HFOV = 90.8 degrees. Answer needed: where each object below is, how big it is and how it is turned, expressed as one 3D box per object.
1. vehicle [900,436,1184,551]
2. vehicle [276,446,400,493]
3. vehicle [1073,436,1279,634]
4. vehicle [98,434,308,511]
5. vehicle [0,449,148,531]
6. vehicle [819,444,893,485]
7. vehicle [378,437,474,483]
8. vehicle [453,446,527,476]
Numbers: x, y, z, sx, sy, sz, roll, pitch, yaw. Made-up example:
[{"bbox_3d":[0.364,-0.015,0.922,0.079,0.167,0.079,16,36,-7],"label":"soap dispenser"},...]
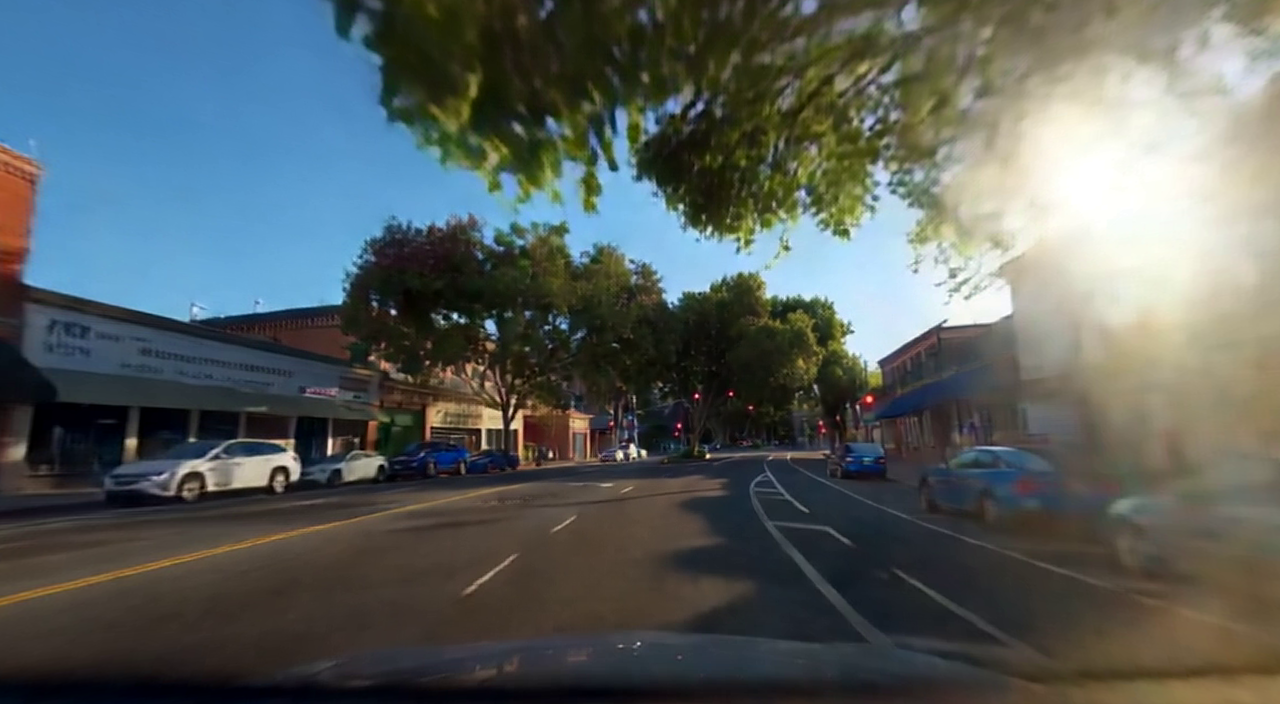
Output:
[{"bbox_3d":[6.430,2.270,11.008,2.049,1.517,4.830,-1,-8,4],"label":"vehicle"},{"bbox_3d":[-10.818,4.208,23.060,1.830,1.497,4.436,-1,-9,9],"label":"vehicle"},{"bbox_3d":[5.756,1.372,4.585,1.876,1.466,4.943,1,-9,2],"label":"vehicle"},{"bbox_3d":[-11.600,3.198,17.372,1.933,1.759,5.002,-1,-8,4],"label":"vehicle"},{"bbox_3d":[-12.389,2.607,12.144,1.811,1.459,4.702,-1,-8,5],"label":"vehicle"},{"bbox_3d":[8.731,4.550,26.051,2.010,1.473,5.353,-1,-9,10],"label":"vehicle"},{"bbox_3d":[-9.599,4.869,28.846,2.083,1.882,4.642,-2,-9,10],"label":"vehicle"},{"bbox_3d":[-8.117,5.948,34.738,1.894,1.493,4.902,-2,-9,14],"label":"vehicle"}]
